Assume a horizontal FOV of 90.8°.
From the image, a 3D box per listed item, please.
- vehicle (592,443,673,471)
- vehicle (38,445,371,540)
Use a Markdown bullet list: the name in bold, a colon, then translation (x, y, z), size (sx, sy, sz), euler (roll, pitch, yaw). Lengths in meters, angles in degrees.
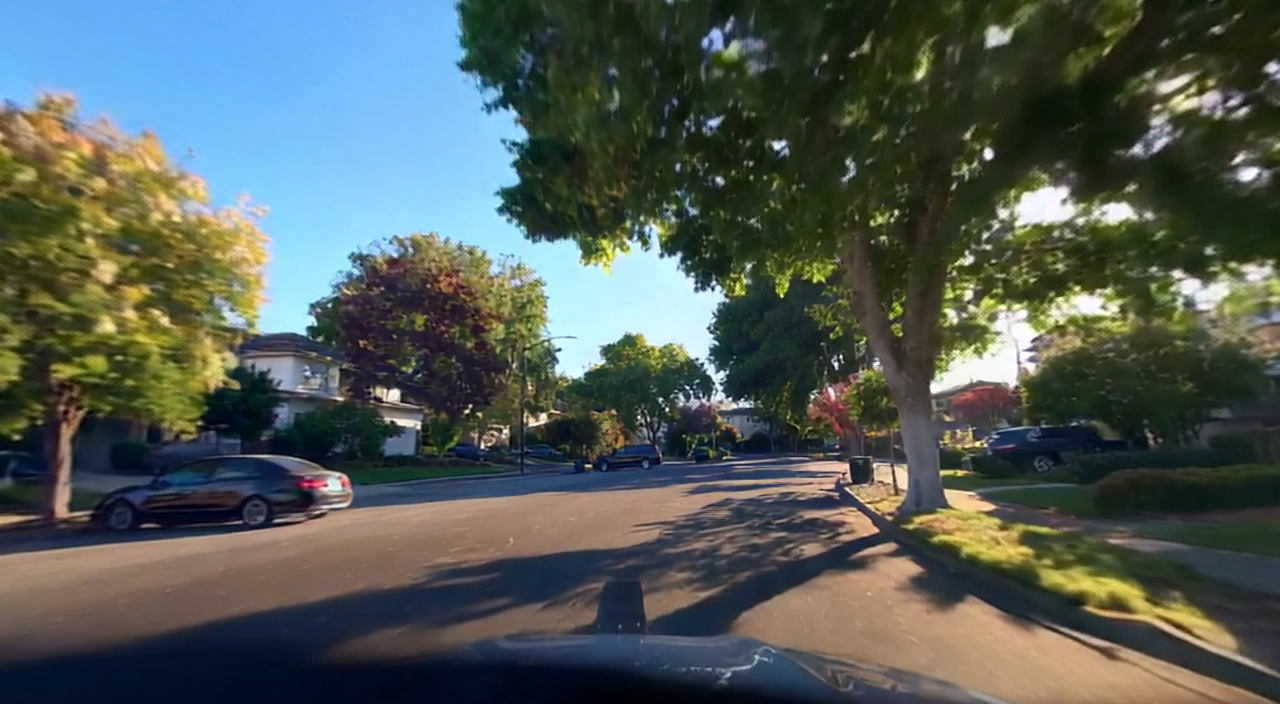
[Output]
- **vehicle**: translation (-0.439, 6.450, 39.023), size (4.692, 1.660, 1.879), euler (-2, -9, 15)
- **vehicle**: translation (-7.568, 2.427, 11.309), size (4.653, 1.480, 1.871), euler (-1, -8, 4)
